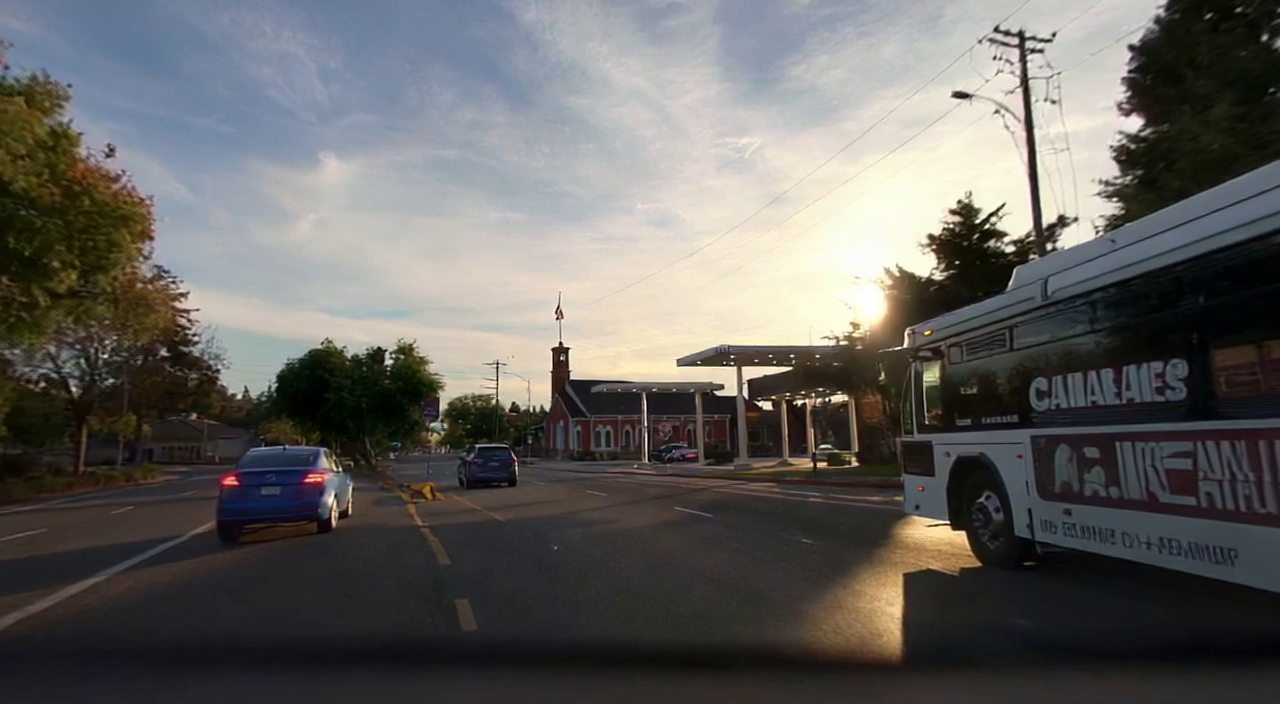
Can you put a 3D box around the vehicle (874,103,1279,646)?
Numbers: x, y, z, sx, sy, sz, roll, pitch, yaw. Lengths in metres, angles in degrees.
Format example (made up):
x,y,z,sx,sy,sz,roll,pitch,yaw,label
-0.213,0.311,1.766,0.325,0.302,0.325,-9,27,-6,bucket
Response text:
x,y,z,sx,sy,sz,roll,pitch,yaw,label
5.567,0.020,3.242,3.028,3.353,12.630,0,-9,-5,vehicle

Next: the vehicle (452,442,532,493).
x,y,z,sx,sy,sz,roll,pitch,yaw,label
-5.455,4.110,22.858,2.032,1.621,4.082,3,-9,-24,vehicle

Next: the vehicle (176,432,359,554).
x,y,z,sx,sy,sz,roll,pitch,yaw,label
-6.068,2.243,10.870,2.060,1.624,4.179,3,-9,-22,vehicle
